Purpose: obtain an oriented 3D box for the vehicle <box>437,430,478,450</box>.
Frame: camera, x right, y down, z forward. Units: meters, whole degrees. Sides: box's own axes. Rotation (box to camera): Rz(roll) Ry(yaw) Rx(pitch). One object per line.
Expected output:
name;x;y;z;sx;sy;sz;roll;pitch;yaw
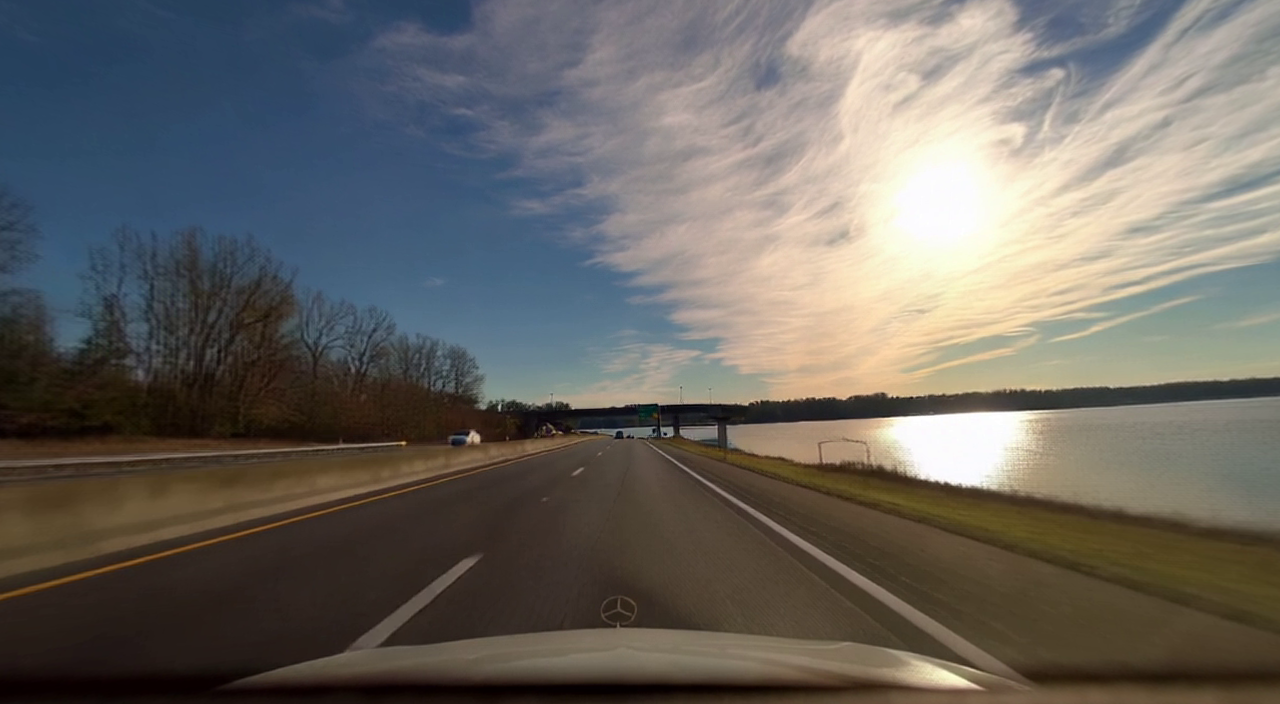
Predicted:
vehicle;-14.356;6.936;49.719;1.892;1.508;4.530;0;-8;0
